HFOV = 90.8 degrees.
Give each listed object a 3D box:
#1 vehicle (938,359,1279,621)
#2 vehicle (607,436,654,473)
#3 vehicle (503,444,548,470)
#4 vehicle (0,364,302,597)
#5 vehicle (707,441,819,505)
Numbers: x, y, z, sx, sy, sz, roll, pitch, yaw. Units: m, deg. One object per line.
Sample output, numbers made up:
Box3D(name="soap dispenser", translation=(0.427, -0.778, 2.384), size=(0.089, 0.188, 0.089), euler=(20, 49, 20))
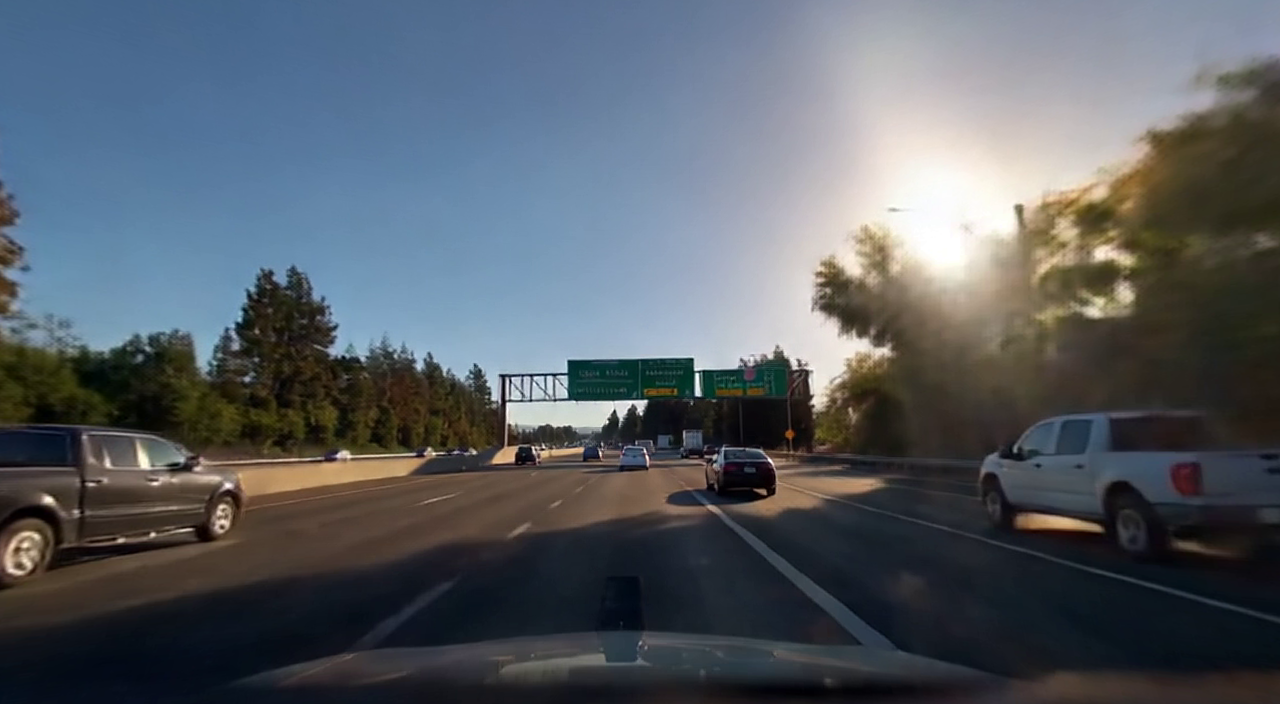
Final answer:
Box3D(name="vehicle", translation=(5.996, 1.318, 6.690), size=(2.635, 1.919, 5.907), euler=(0, -8, -2))
Box3D(name="vehicle", translation=(-0.474, 5.430, 33.618), size=(2.323, 1.805, 4.729), euler=(0, -8, -1))
Box3D(name="vehicle", translation=(-6.869, 6.350, 38.390), size=(1.920, 1.482, 4.385), euler=(0, -8, 0))
Box3D(name="vehicle", translation=(-6.805, 1.383, 7.270), size=(2.444, 2.012, 6.122), euler=(0, -8, 0))
Box3D(name="vehicle", translation=(3.065, 3.115, 16.752), size=(2.011, 1.462, 4.286), euler=(0, -8, -1))
